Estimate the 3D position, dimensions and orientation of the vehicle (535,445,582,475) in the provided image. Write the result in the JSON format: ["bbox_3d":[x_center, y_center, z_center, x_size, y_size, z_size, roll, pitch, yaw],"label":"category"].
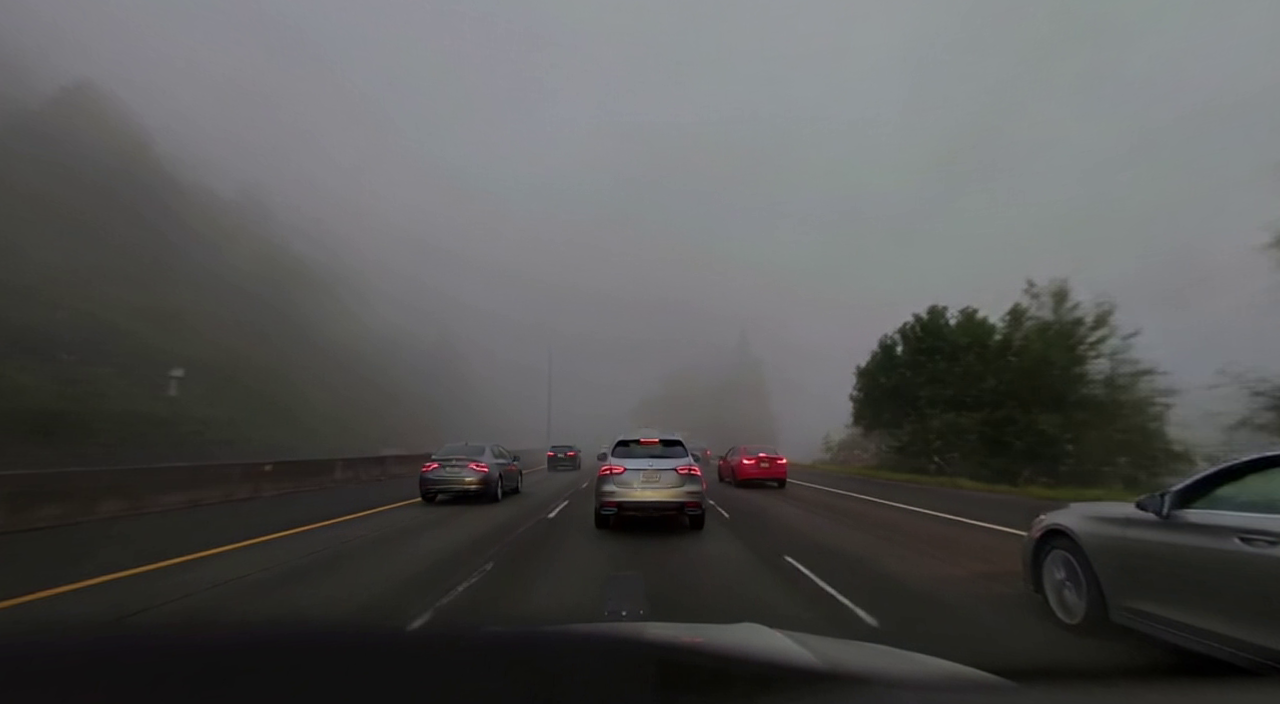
[{"bbox_3d":[-4.172,5.624,32.966,1.910,1.468,3.781,0,-9,1],"label":"vehicle"}]

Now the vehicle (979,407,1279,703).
[{"bbox_3d":[3.678,0.956,2.672,1.953,1.434,4.511,0,-9,0],"label":"vehicle"}]

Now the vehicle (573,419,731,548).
[{"bbox_3d":[0.154,2.042,10.332,2.093,1.695,3.782,0,-9,0],"label":"vehicle"}]

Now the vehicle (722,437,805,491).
[{"bbox_3d":[3.986,3.678,20.930,1.905,1.590,3.746,0,-9,-1],"label":"vehicle"}]

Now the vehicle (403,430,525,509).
[{"bbox_3d":[-4.191,2.853,15.662,1.890,1.708,3.844,0,-9,0],"label":"vehicle"}]
